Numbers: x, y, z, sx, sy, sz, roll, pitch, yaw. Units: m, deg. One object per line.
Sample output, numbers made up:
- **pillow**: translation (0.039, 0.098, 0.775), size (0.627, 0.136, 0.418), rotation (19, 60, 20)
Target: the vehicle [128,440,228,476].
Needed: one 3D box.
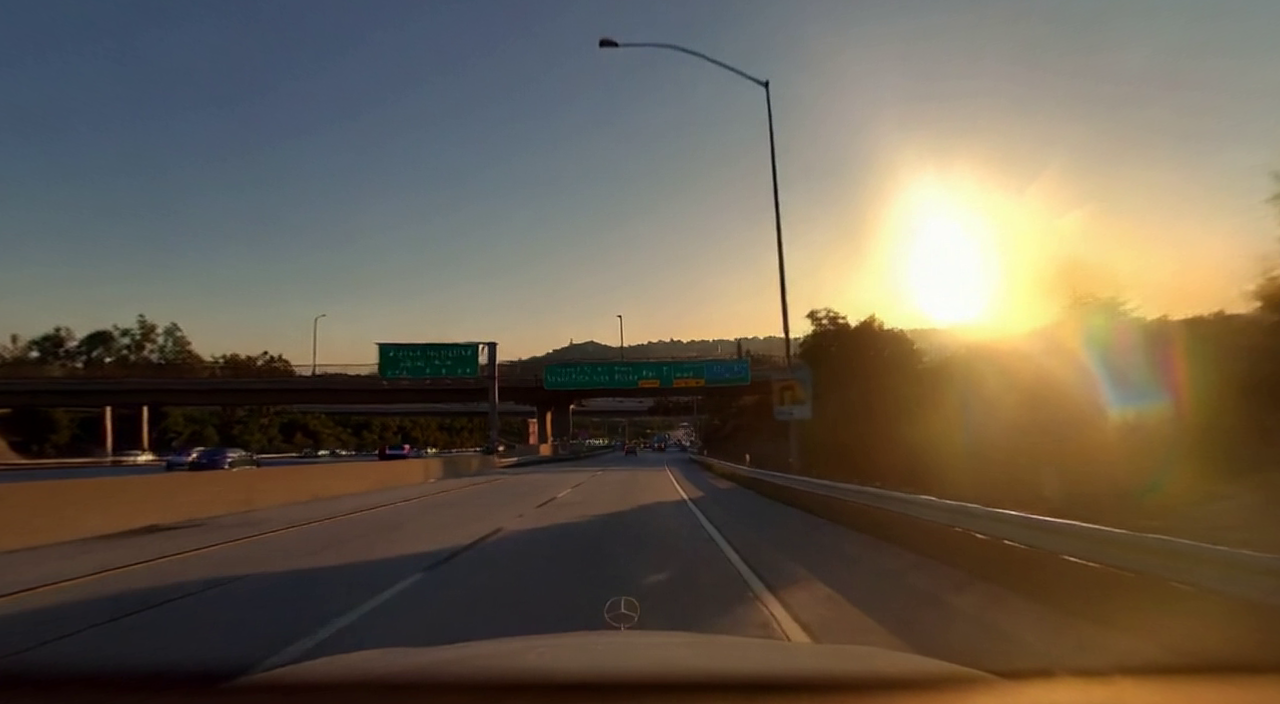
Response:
- **vehicle**: translation (-23.618, 5.420, 32.562), size (2.049, 1.718, 4.445), rotation (1, -9, -5)

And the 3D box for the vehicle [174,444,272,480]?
- **vehicle**: translation (-19.486, 5.141, 29.808), size (1.829, 1.520, 4.505), rotation (1, -9, -5)

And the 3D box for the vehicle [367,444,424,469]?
- **vehicle**: translation (-16.072, 6.900, 41.748), size (2.271, 1.537, 4.029), rotation (0, -9, -3)
